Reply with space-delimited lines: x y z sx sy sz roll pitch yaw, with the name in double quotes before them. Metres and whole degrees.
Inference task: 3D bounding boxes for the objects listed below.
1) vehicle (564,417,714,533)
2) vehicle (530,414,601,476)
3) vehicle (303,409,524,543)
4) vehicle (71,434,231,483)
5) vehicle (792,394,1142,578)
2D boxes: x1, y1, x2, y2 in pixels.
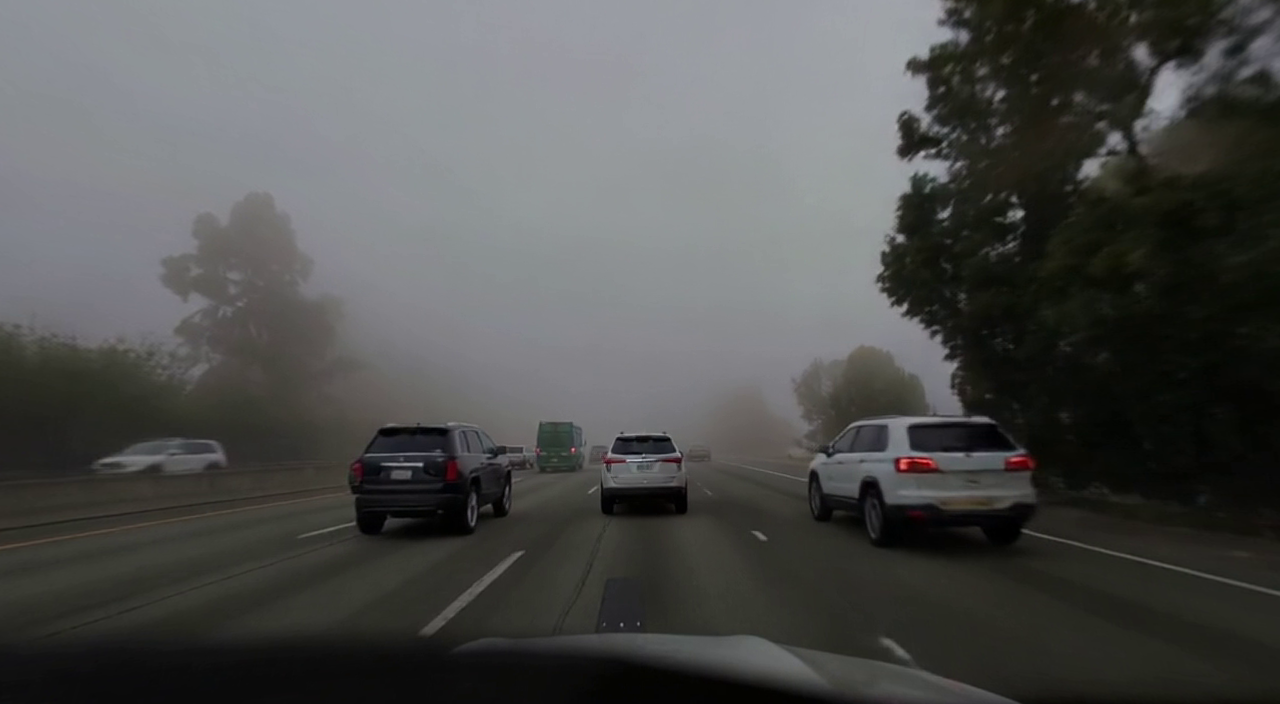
"vehicle" -0.006 2.147 11.520 2.223 1.722 4.177 0 -9 0
"vehicle" -3.126 4.090 27.699 2.359 2.399 5.500 0 -9 1
"vehicle" -3.485 2.002 10.765 2.142 1.808 4.266 0 -9 0
"vehicle" -20.748 4.550 27.174 2.214 1.853 5.789 0 -9 0
"vehicle" 3.906 1.723 8.958 2.175 1.830 5.173 0 -9 0
